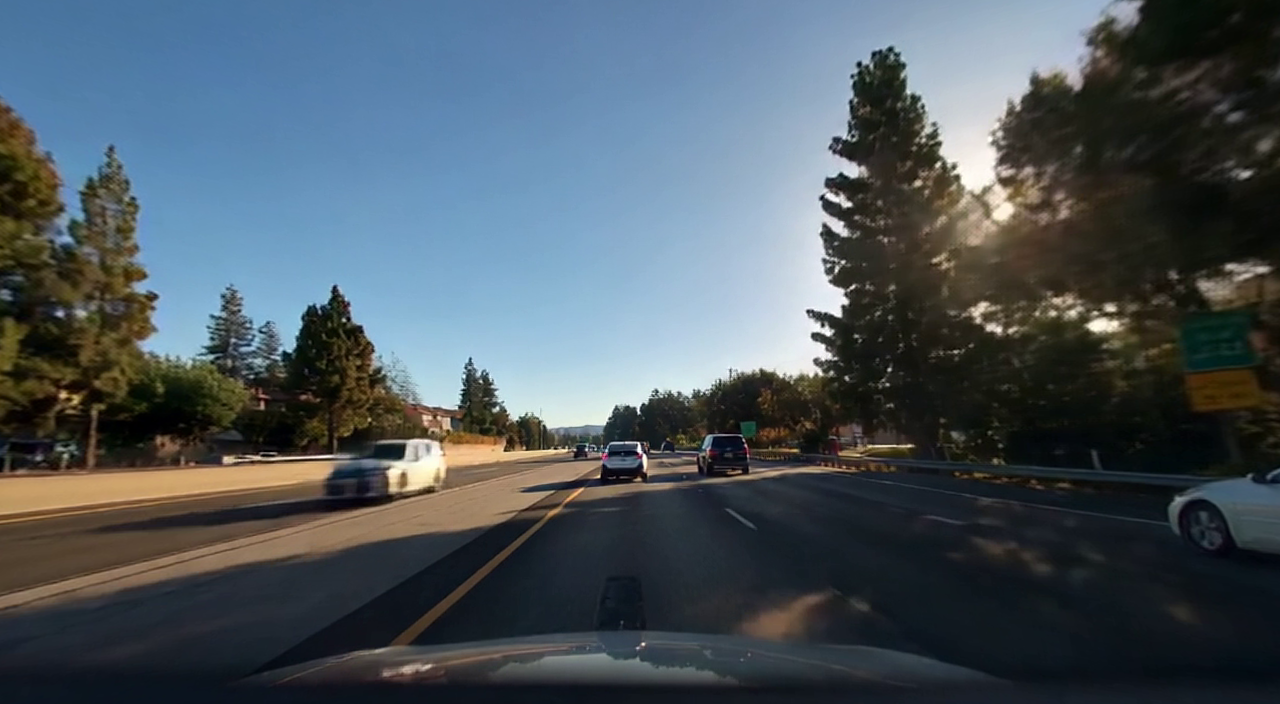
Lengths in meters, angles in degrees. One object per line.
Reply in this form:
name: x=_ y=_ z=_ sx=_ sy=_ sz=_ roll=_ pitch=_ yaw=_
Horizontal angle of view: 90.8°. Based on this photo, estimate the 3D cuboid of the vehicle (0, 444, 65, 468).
vehicle: x=-37.872 y=6.413 z=38.866 sx=3.332 sy=1.408 sz=1.576 roll=0 pitch=-8 yaw=-2

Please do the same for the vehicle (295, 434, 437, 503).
vehicle: x=-7.346 y=3.140 z=17.495 sx=1.939 sy=1.661 sz=4.295 roll=0 pitch=-8 yaw=1

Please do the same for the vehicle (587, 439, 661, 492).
vehicle: x=-0.450 y=3.433 z=19.523 sx=2.040 sy=1.451 sz=3.736 roll=0 pitch=-8 yaw=0

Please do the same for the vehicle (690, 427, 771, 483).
vehicle: x=3.237 y=3.808 z=23.548 sx=2.186 sy=1.842 sz=4.553 roll=0 pitch=-8 yaw=-2
